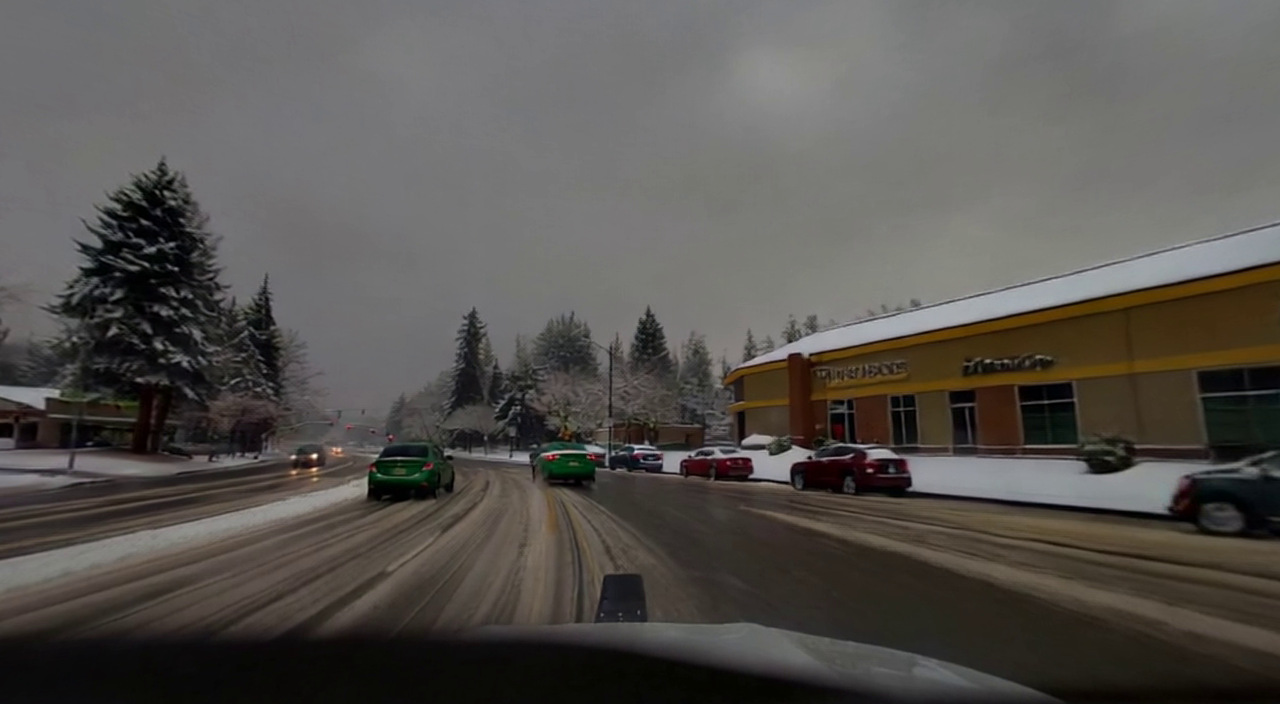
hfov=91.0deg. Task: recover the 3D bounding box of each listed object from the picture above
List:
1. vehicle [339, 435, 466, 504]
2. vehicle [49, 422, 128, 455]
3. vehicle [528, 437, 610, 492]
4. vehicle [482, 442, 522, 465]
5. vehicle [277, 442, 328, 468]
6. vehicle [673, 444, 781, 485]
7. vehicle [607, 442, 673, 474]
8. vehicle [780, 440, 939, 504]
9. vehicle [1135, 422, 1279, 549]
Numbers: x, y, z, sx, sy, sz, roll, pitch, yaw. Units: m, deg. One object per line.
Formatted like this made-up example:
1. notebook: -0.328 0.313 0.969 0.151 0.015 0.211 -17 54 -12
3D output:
1. vehicle: -5.819 2.916 16.134 2.105 1.477 4.857 1 -9 -9
2. vehicle: -42.464 6.759 48.661 2.430 2.266 6.029 6 -10 -20
3. vehicle: -2.322 3.437 19.572 2.001 1.483 4.442 2 -9 -13
4. vehicle: -9.344 6.782 42.320 1.920 1.416 4.310 3 -9 -21
5. vehicle: -20.926 6.373 39.230 2.000 1.477 4.346 3 -9 -18
6. vehicle: 3.322 4.451 25.281 2.038 1.446 4.896 4 -9 -23
7. vehicle: -0.087 5.485 32.800 1.905 1.537 4.276 4 -9 -23
8. vehicle: 5.929 3.251 17.578 1.952 1.547 4.091 3 -9 -21
9. vehicle: 9.903 1.771 8.280 2.095 1.697 4.801 3 -9 -20
